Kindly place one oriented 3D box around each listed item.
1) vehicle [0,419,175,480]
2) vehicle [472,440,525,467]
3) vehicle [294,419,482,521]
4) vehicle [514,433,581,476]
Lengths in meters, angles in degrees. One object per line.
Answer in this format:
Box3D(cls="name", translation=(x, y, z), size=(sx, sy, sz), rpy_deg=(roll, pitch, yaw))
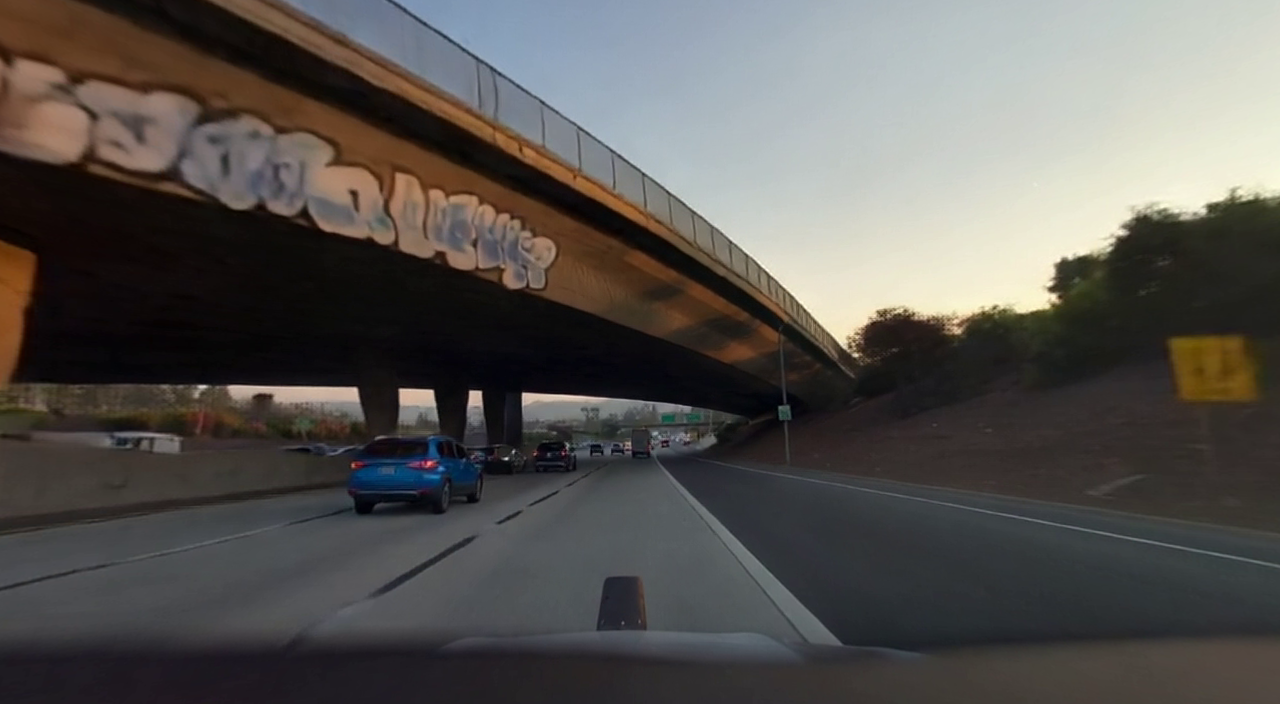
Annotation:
Box3D(cls="vehicle", translation=(-35.676, 5.715, 37.643), size=(3.600, 3.227, 15.479), rpy_deg=(0, -7, 1))
Box3D(cls="vehicle", translation=(-8.000, 5.794, 35.985), size=(1.917, 1.449, 4.727), rpy_deg=(0, -8, 1))
Box3D(cls="vehicle", translation=(-4.601, 2.211, 12.244), size=(1.969, 1.633, 3.962), rpy_deg=(0, -8, 0))
Box3D(cls="vehicle", translation=(-3.910, 4.409, 27.315), size=(2.154, 1.693, 4.394), rpy_deg=(0, -8, 1))
